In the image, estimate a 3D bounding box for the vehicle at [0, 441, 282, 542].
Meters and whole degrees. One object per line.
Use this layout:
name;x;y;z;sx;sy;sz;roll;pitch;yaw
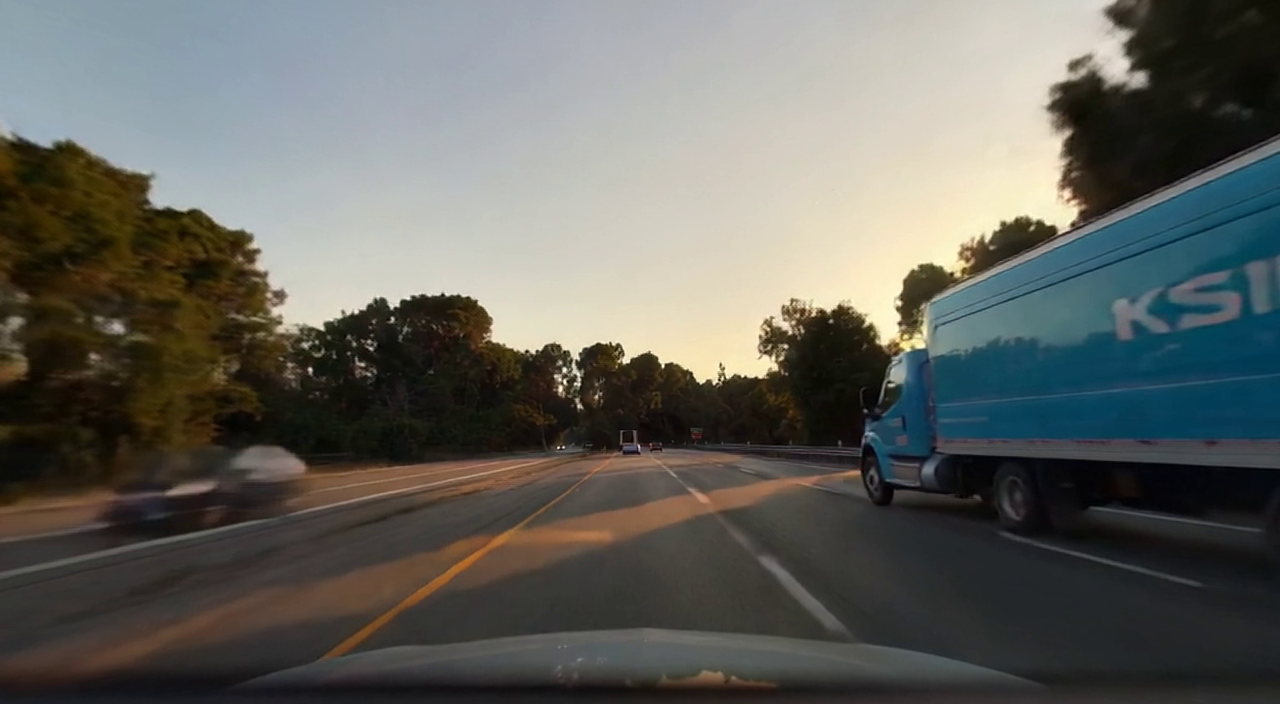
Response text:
vehicle;-9.411;2.556;12.375;1.935;1.569;4.778;0;-8;-1

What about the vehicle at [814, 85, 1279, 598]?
vehicle;6.915;0.550;9.379;3.479;4.156;17.231;0;-9;-1

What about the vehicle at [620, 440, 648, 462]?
vehicle;-0.469;7.735;49.333;2.121;1.590;4.434;0;-8;0
